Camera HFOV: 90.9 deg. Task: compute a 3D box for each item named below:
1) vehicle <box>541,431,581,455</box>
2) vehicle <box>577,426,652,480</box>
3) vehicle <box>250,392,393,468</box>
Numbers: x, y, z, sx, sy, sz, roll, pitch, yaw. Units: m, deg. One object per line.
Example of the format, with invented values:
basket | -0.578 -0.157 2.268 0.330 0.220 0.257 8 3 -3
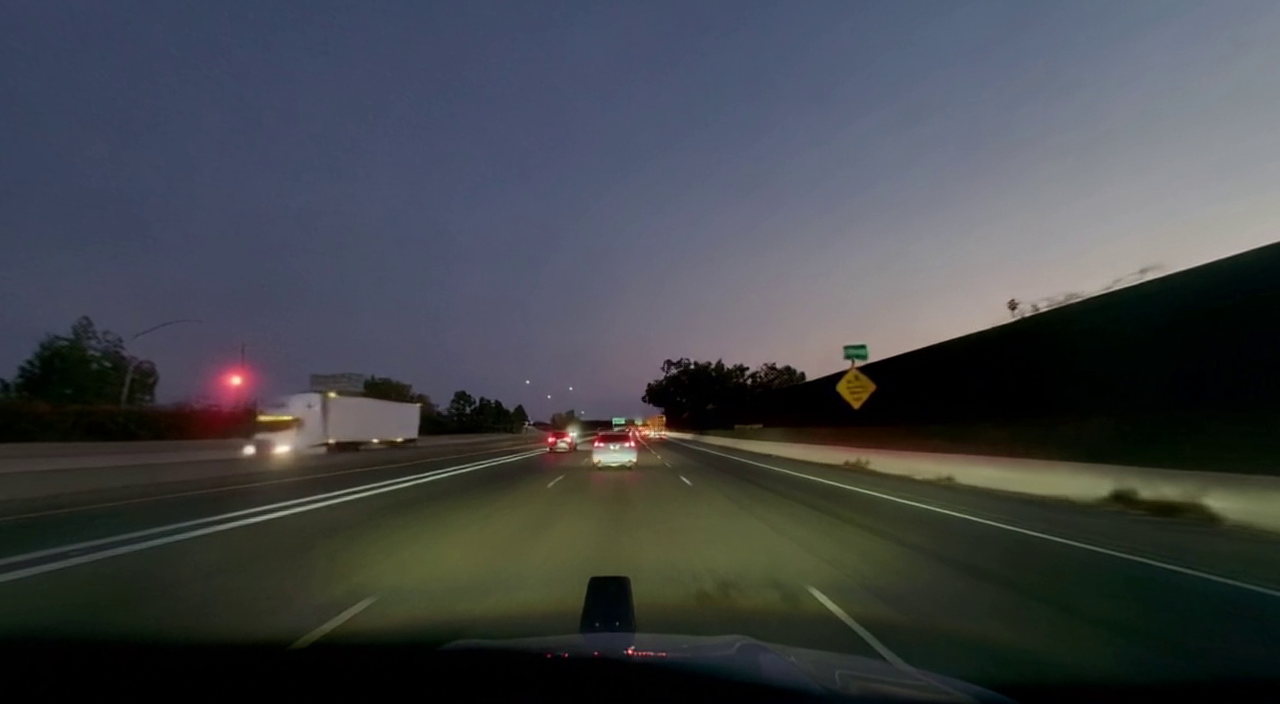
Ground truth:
vehicle | -5.032 5.864 40.759 2.022 1.440 4.491 0 -8 -1
vehicle | -0.730 3.038 19.236 2.044 1.477 3.693 0 -8 -1
vehicle | -17.429 4.467 35.639 2.979 3.672 9.989 0 -8 -1
